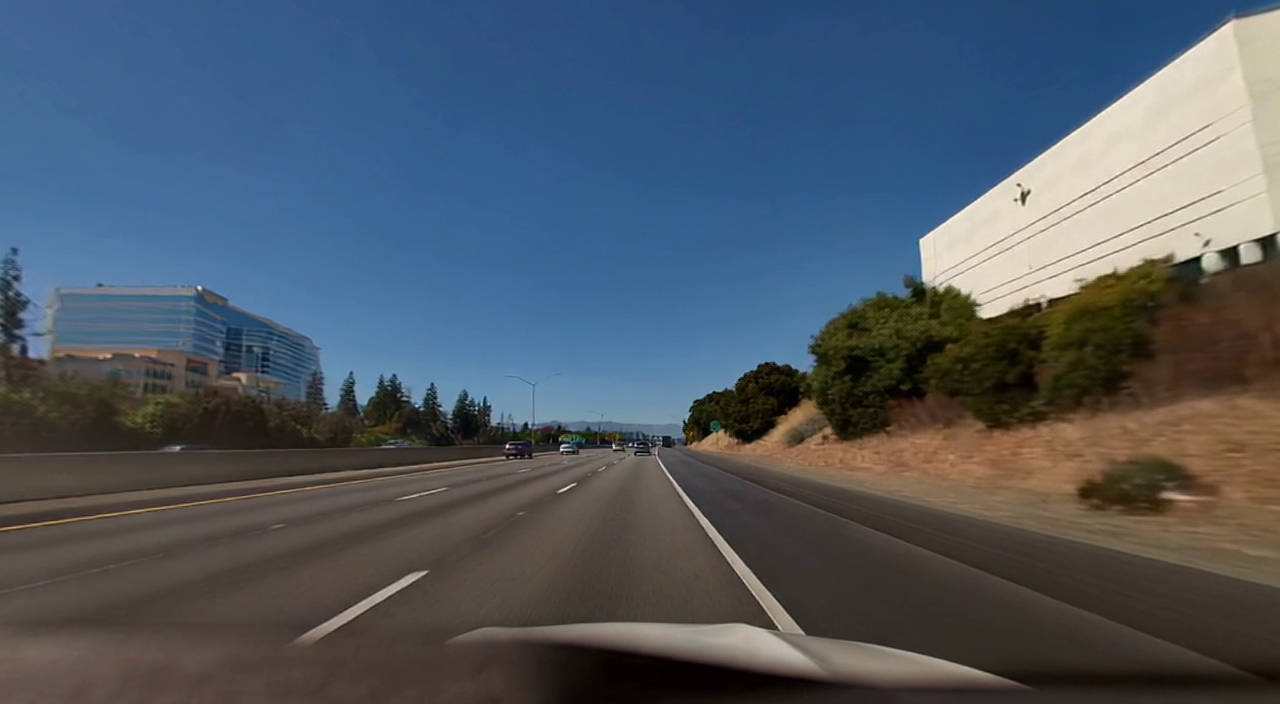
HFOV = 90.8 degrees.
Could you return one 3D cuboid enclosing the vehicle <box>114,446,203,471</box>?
[{"bbox_3d":[-30.721,6.774,40.542,1.868,1.463,4.793,-1,-8,1],"label":"vehicle"}]
